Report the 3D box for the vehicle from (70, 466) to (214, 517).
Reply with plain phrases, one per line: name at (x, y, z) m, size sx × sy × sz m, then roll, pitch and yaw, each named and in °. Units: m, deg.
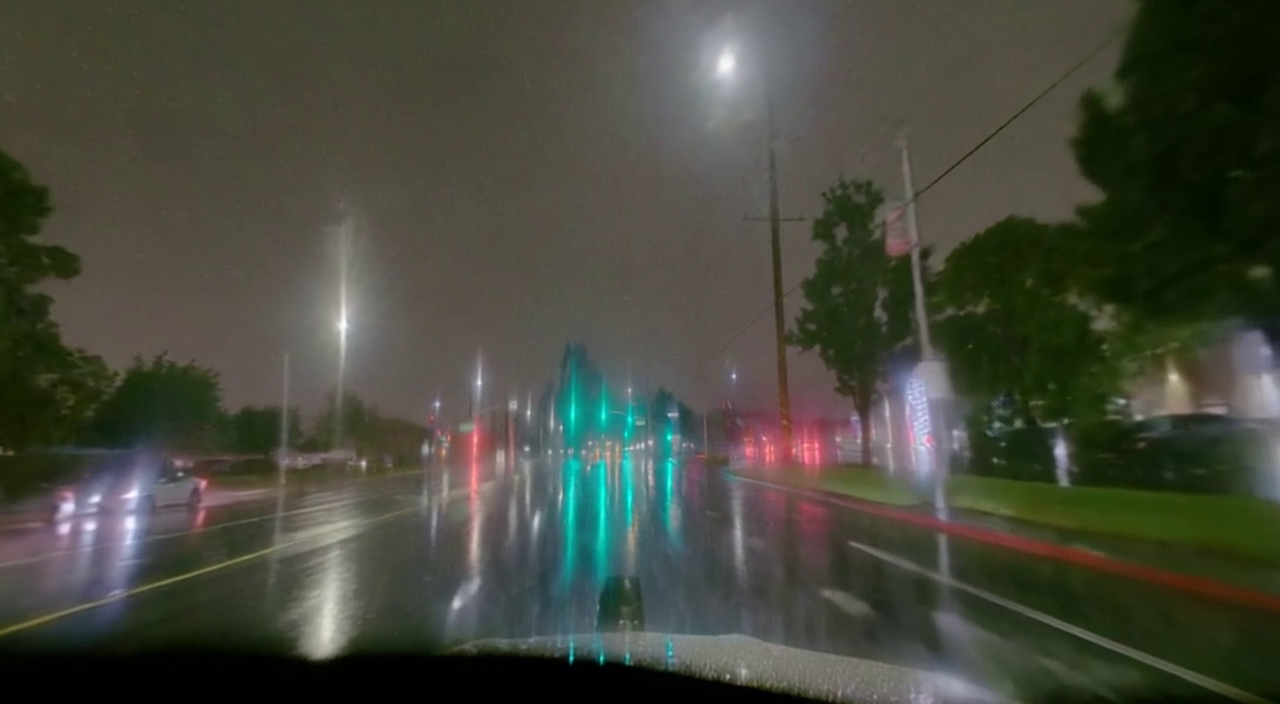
vehicle at (-18.178, 5.068, 23.314) m, size 1.869 × 1.541 × 4.354 m, roll 0°, pitch -9°, yaw -2°
